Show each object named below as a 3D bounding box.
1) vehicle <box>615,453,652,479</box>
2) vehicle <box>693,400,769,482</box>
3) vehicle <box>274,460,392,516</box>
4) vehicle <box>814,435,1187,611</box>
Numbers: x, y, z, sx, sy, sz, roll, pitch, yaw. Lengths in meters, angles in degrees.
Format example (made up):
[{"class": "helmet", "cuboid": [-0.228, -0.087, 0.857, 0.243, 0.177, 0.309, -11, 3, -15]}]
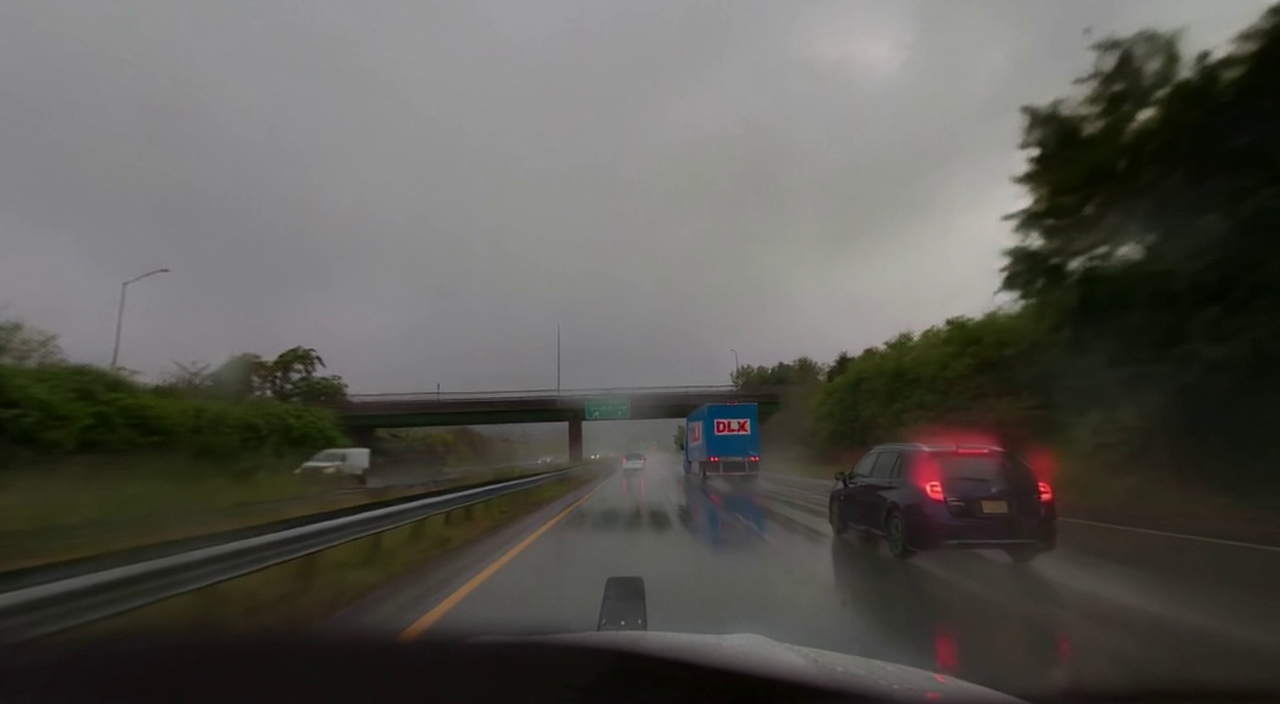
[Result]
[{"class": "vehicle", "cuboid": [-0.369, 6.768, 37.599, 2.055, 1.445, 3.661, 0, -9, 0]}, {"class": "vehicle", "cuboid": [4.797, 4.959, 34.894, 2.838, 3.985, 8.010, 0, -9, -1]}, {"class": "vehicle", "cuboid": [-8.990, 3.968, 18.776, 1.728, 1.425, 3.494, 0, -9, 0]}, {"class": "vehicle", "cuboid": [3.637, 1.777, 7.468, 1.894, 1.452, 4.164, 0, -9, -1]}]
